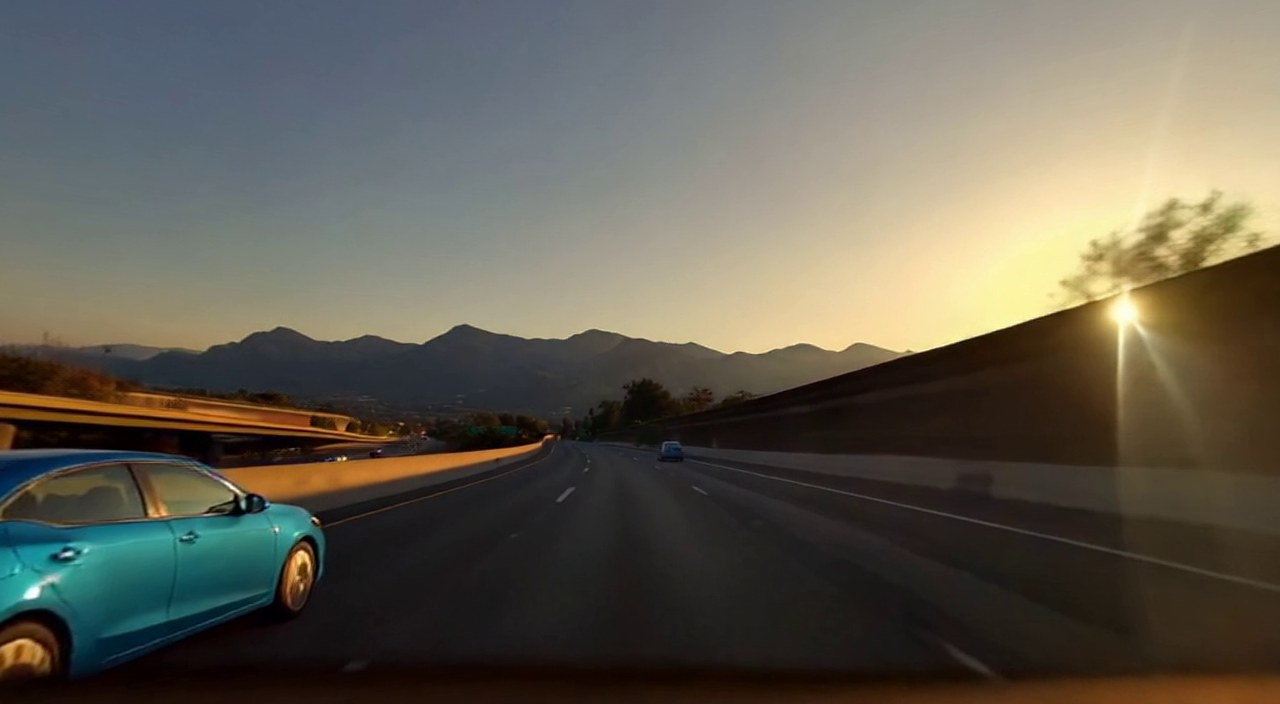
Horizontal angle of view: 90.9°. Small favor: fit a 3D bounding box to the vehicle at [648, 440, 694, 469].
[{"bbox_3d":[1.641,5.670,34.953,1.985,1.440,4.466,0,-9,-4],"label":"vehicle"}]
